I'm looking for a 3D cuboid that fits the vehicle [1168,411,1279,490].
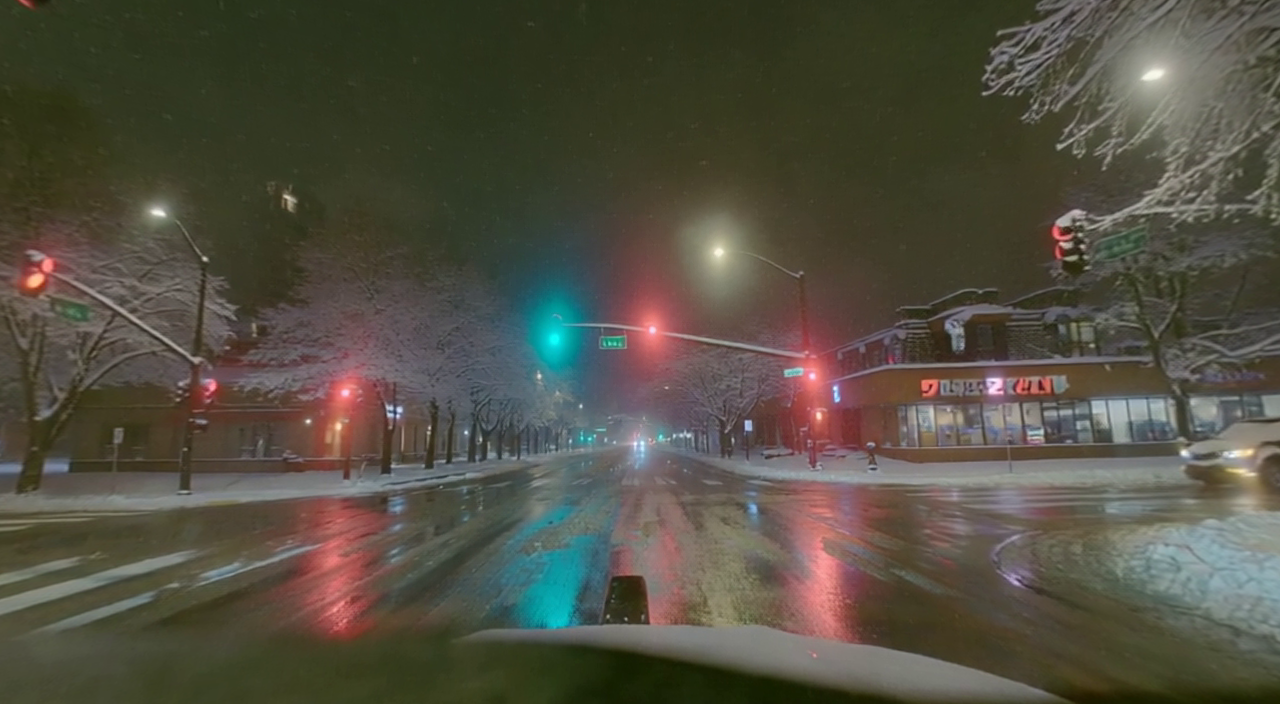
[{"bbox_3d":[16.343,2.403,15.494,4.836,1.795,1.957,0,-8,0],"label":"vehicle"}]
